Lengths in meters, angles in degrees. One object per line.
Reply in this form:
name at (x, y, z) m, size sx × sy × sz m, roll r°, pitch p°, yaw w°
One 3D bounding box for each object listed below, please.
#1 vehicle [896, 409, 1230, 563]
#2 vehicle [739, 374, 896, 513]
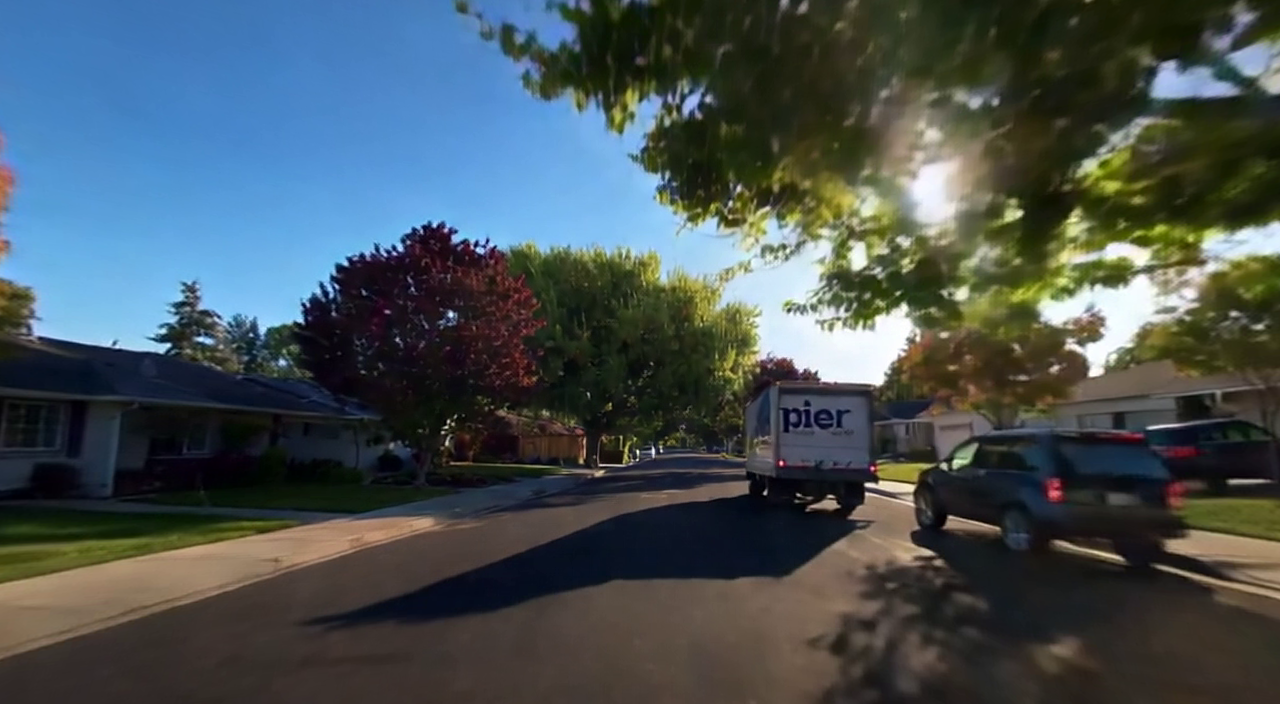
vehicle at (6.163, 1.989, 10.078) m, size 2.410 × 1.902 × 4.277 m, roll 0°, pitch -8°, yaw 2°
vehicle at (4.484, 2.569, 17.693) m, size 2.924 × 3.018 × 7.600 m, roll -1°, pitch -9°, yaw 6°
